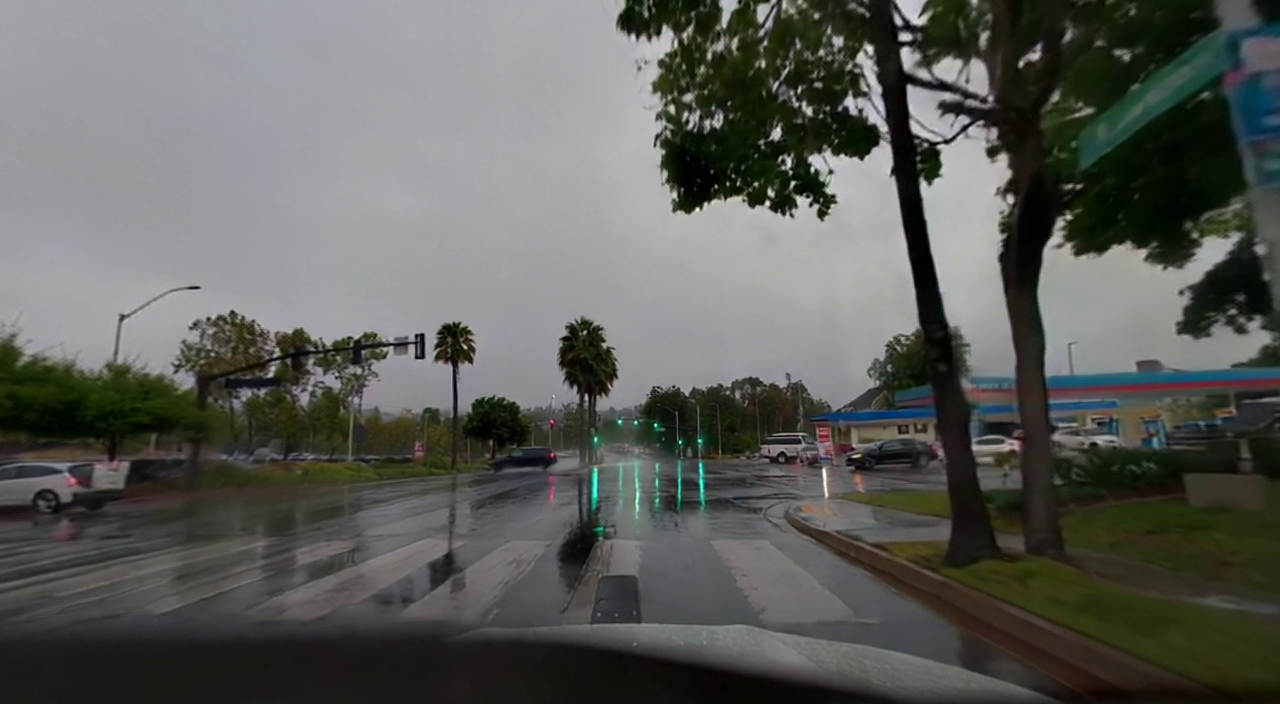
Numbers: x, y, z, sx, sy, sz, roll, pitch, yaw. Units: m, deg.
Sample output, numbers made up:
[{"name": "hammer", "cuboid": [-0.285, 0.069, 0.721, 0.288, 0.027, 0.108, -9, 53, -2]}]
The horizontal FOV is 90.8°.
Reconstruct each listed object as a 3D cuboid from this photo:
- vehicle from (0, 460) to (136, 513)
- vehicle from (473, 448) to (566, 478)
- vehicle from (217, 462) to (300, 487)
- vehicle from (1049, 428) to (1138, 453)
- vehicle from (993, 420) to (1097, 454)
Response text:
[{"name": "vehicle", "cuboid": [-19.348, 4.235, 20.156, 4.758, 1.542, 1.941, 0, -9, -2]}, {"name": "vehicle", "cuboid": [-6.568, 6.065, 34.907, 1.920, 1.496, 4.763, -8, -12, 43]}, {"name": "vehicle", "cuboid": [-25.595, 8.221, 42.450, 4.407, 1.565, 1.861, 0, -9, 3]}, {"name": "vehicle", "cuboid": [30.357, 5.956, 42.341, 4.286, 1.519, 2.070, -2, -9, 0]}, {"name": "vehicle", "cuboid": [30.570, 6.429, 47.805, 6.052, 2.171, 2.511, -3, -8, -2]}]
